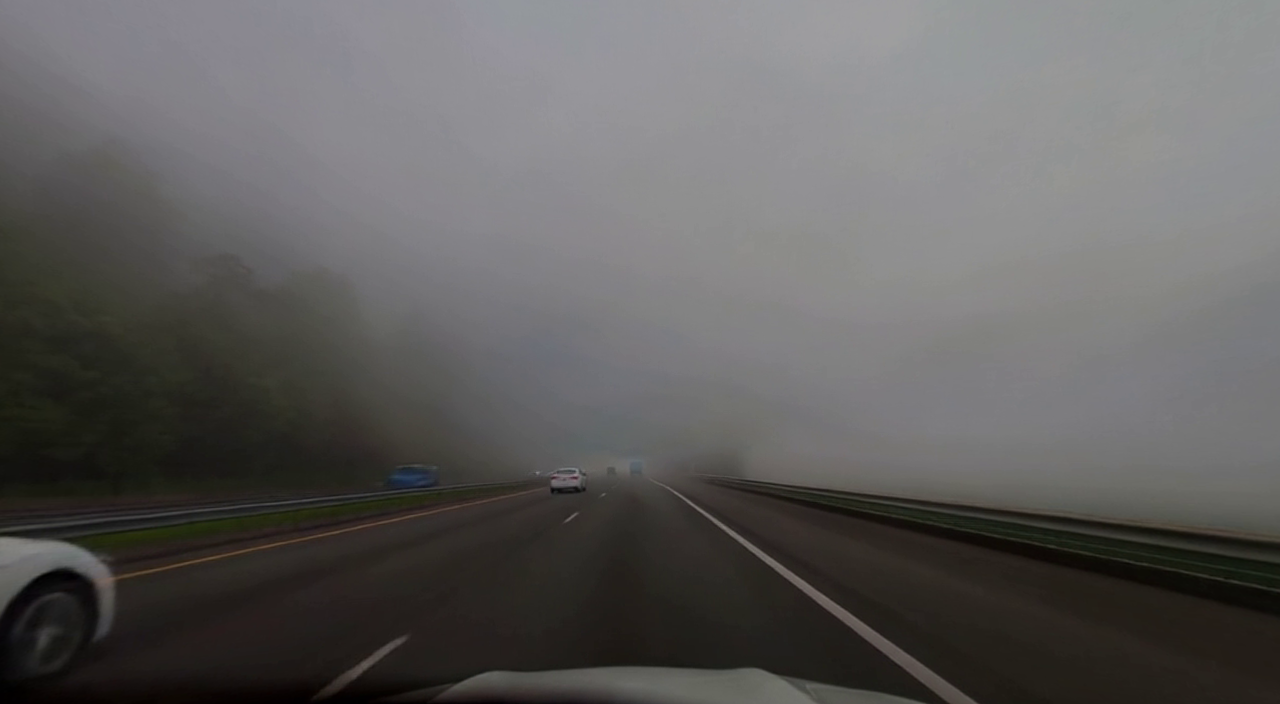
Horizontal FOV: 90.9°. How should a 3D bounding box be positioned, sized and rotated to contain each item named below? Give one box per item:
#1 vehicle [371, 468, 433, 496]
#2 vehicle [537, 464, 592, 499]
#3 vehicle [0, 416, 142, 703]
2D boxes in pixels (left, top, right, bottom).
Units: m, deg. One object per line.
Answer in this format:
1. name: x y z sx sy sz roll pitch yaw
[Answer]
1. vehicle: -13.735 7.501 36.580 1.839 1.478 4.425 1 -11 0
2. vehicle: -3.552 6.244 30.599 2.006 1.516 4.820 1 -11 0
3. vehicle: -4.293 0.808 1.721 2.040 1.525 4.603 1 -11 0
